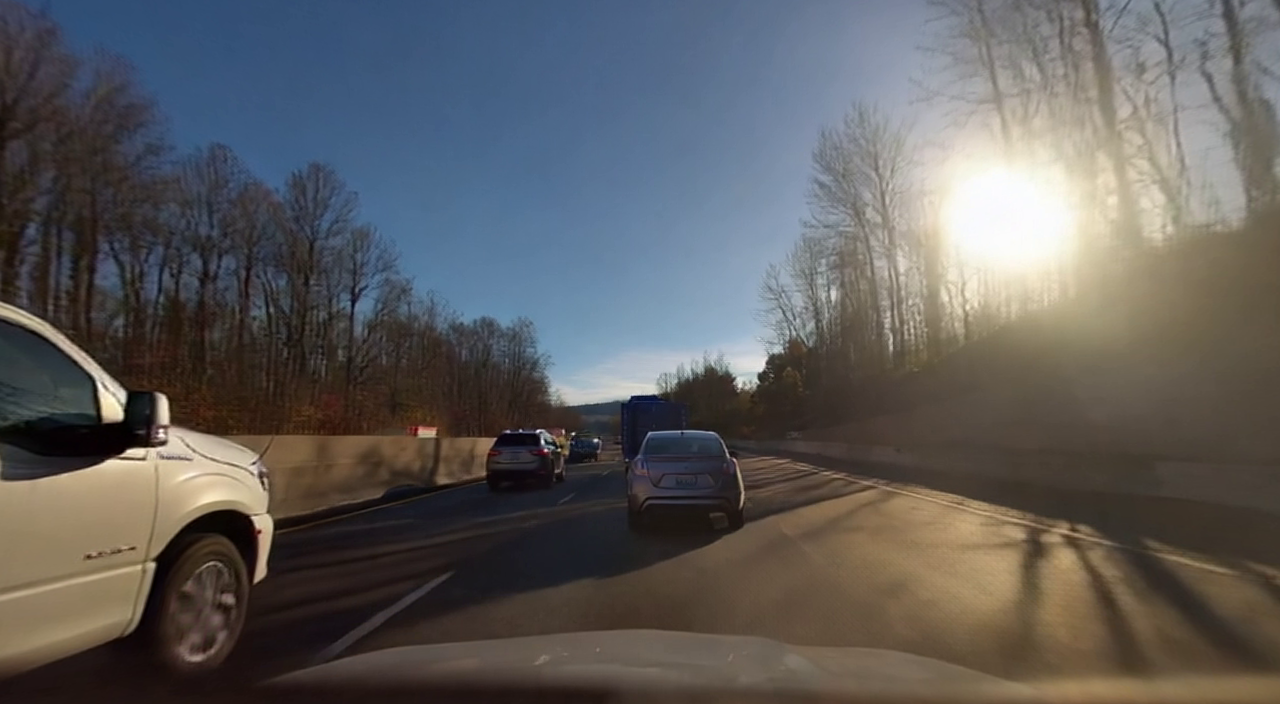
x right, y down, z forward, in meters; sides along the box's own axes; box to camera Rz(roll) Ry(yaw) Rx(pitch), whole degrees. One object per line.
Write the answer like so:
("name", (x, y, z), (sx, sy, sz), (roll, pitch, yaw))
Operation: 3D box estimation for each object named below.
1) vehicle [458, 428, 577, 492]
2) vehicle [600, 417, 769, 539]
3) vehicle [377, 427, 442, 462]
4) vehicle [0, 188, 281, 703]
("vehicle", (-3.073, 2.806, 16.829), (2.087, 1.457, 4.313), (-1, -8, 4))
("vehicle", (0.664, 1.842, 9.900), (2.089, 1.485, 4.153), (-1, -8, 3))
("vehicle", (-16.979, 6.827, 46.696), (2.305, 2.396, 5.841), (-1, -8, 3))
("vehicle", (-4.104, 0.366, 1.912), (2.386, 2.435, 5.831), (0, -8, 2))
